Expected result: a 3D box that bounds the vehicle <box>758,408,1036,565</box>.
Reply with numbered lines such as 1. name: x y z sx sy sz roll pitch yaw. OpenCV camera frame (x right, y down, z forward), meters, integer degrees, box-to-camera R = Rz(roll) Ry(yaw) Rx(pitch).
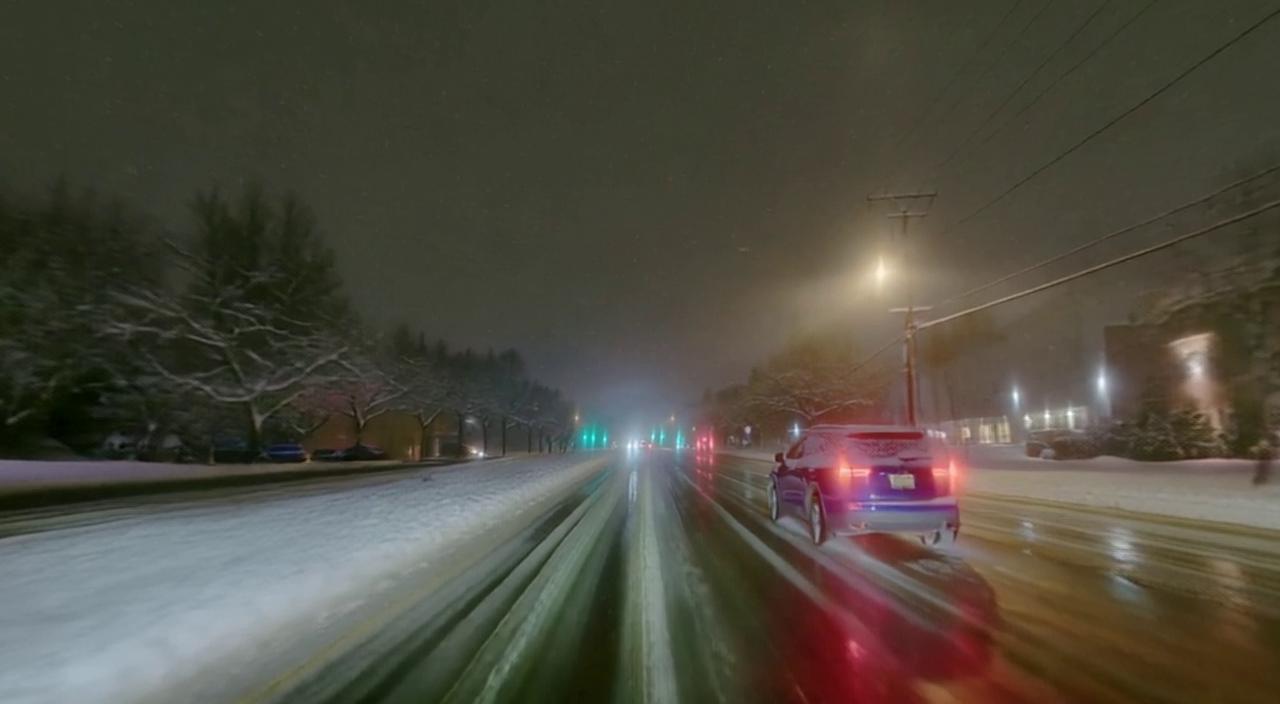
1. vehicle: 3.158 1.748 8.960 2.060 1.665 4.284 0 -8 -1
